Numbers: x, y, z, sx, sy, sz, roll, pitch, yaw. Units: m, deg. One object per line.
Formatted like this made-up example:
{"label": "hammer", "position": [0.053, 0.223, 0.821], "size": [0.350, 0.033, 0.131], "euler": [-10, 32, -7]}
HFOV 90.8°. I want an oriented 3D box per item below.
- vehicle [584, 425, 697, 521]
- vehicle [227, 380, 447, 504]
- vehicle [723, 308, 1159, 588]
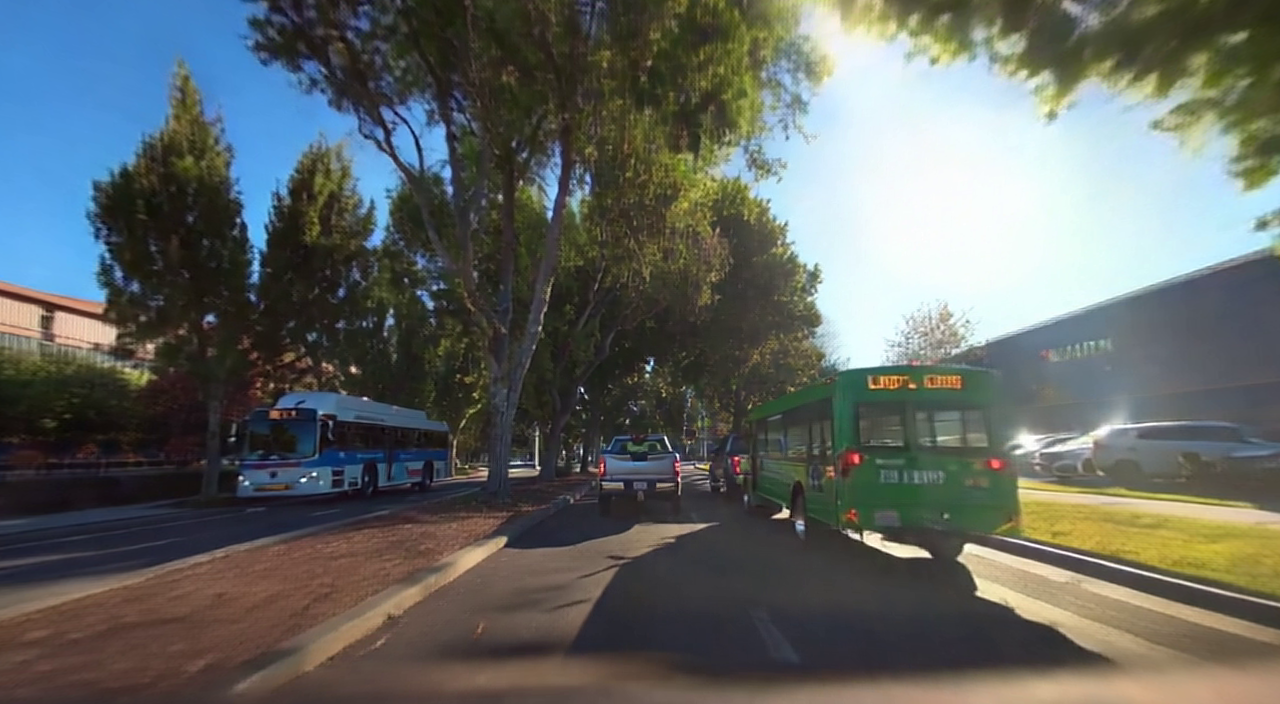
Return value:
{"label": "vehicle", "position": [-0.003, 2.758, 15.032], "size": [2.157, 1.816, 5.804], "euler": [0, -9, 0]}
{"label": "vehicle", "position": [-11.816, 3.859, 27.014], "size": [2.996, 4.022, 12.692], "euler": [0, -9, 0]}
{"label": "vehicle", "position": [3.951, 1.795, 12.196], "size": [3.088, 3.057, 10.503], "euler": [0, -9, -1]}
